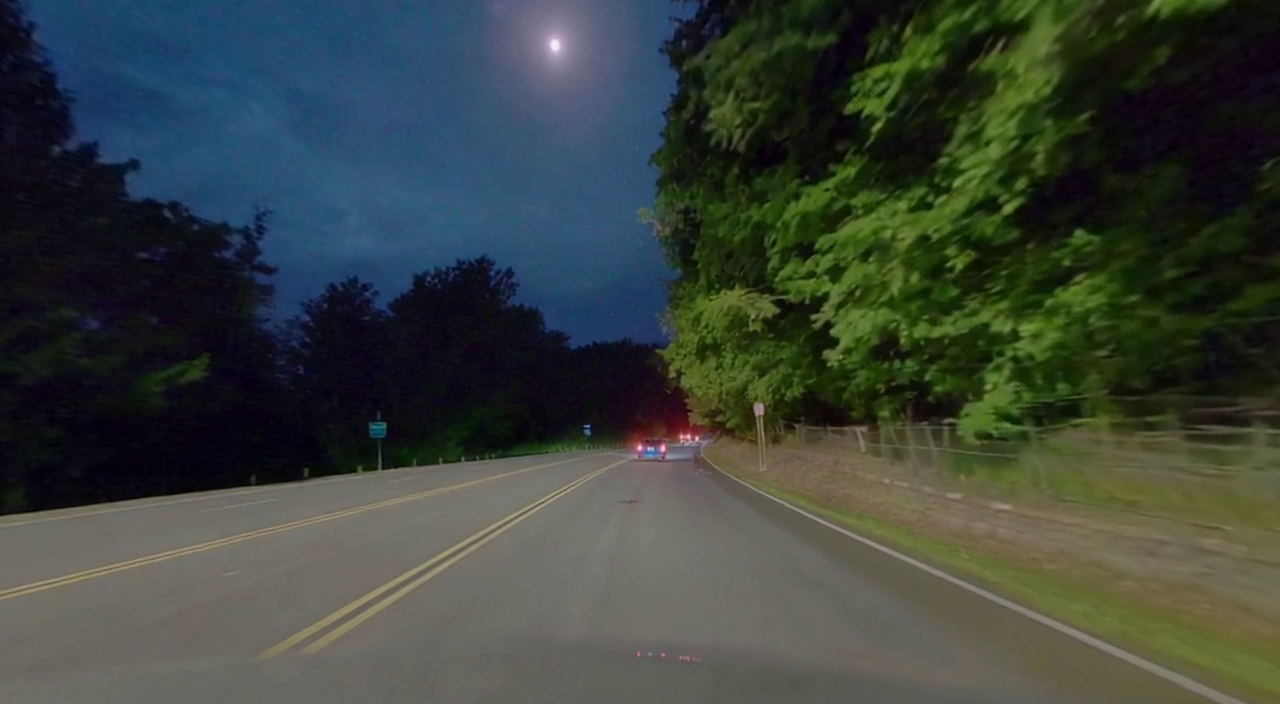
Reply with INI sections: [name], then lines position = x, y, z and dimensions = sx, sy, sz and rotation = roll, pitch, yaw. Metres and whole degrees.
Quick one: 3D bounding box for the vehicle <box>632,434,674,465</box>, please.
[vehicle]
position = 0.859, 5.811, 37.611
dimensions = 2.294, 1.708, 4.110
rotation = -1, -9, 4
